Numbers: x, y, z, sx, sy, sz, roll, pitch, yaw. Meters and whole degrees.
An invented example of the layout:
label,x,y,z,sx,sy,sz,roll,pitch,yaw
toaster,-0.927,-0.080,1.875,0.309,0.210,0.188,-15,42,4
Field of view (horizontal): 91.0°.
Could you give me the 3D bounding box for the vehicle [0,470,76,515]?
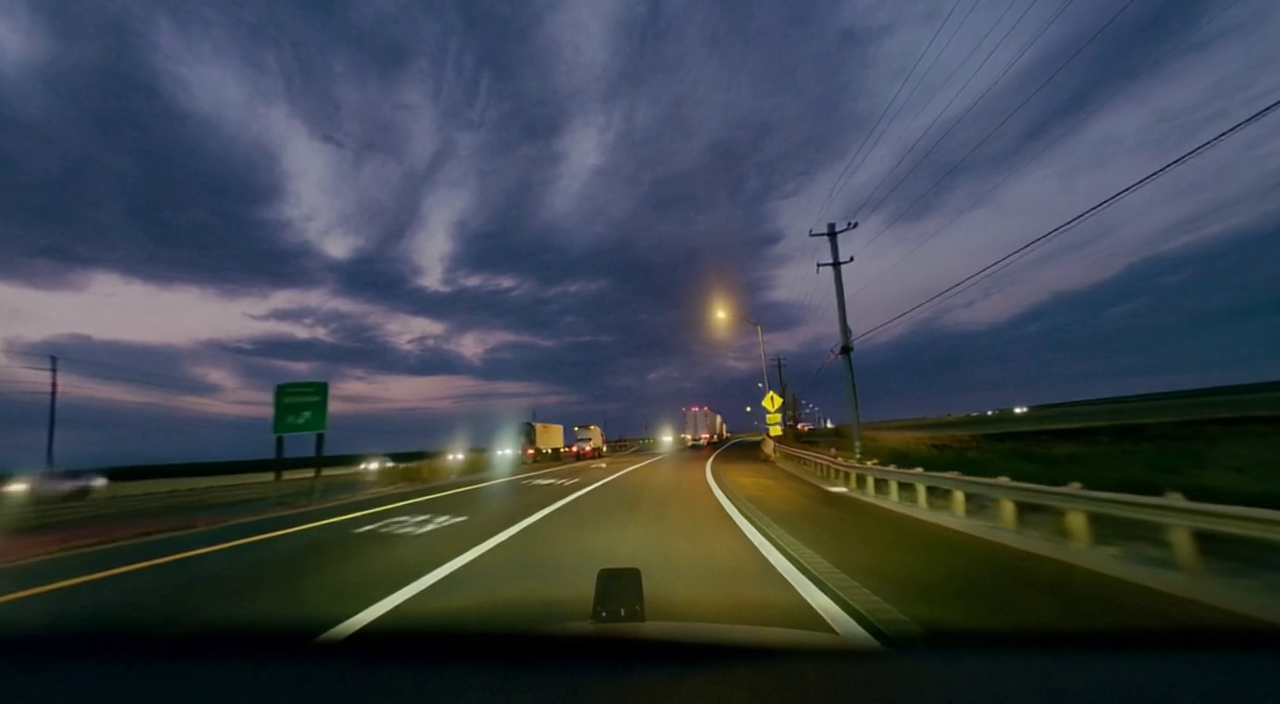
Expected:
label,x,y,z,sx,sy,sz,roll,pitch,yaw
vehicle,-34.493,7.595,33.937,2.295,2.176,5.499,-3,-9,16
